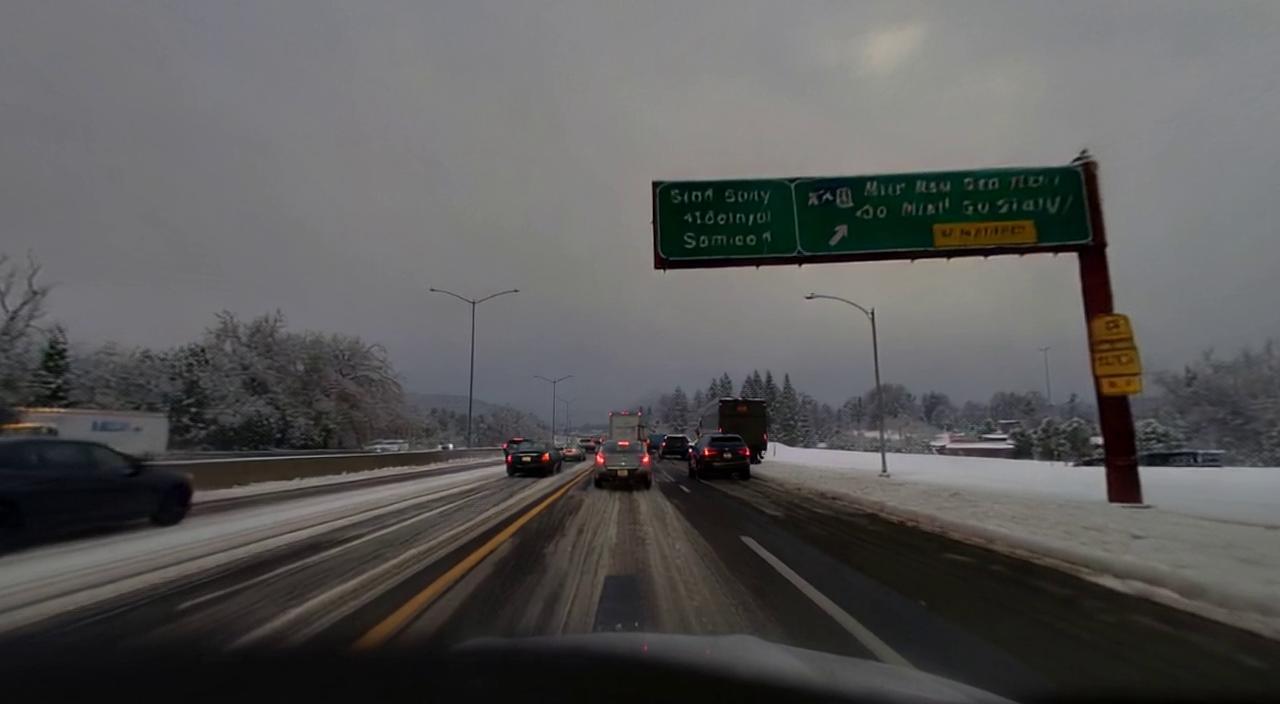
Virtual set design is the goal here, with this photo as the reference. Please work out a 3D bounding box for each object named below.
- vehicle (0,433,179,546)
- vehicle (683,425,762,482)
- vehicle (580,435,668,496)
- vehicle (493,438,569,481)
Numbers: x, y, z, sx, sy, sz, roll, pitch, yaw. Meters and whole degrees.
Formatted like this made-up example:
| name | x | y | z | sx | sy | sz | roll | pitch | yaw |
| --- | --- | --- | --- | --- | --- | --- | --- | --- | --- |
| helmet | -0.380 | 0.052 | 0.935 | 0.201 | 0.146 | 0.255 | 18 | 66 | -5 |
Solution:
| name | x | y | z | sx | sy | sz | roll | pitch | yaw |
| --- | --- | --- | --- | --- | --- | --- | --- | --- | --- |
| vehicle | -9.465 | 1.931 | 9.076 | 2.015 | 1.469 | 4.938 | 0 | -8 | -2 |
| vehicle | 2.930 | 3.723 | 23.345 | 2.173 | 1.870 | 4.499 | 0 | -8 | -2 |
| vehicle | -0.391 | 3.055 | 17.341 | 2.136 | 1.470 | 3.971 | 0 | -8 | 0 |
| vehicle | -3.938 | 3.963 | 23.494 | 1.998 | 1.423 | 4.436 | 0 | -8 | 0 |
